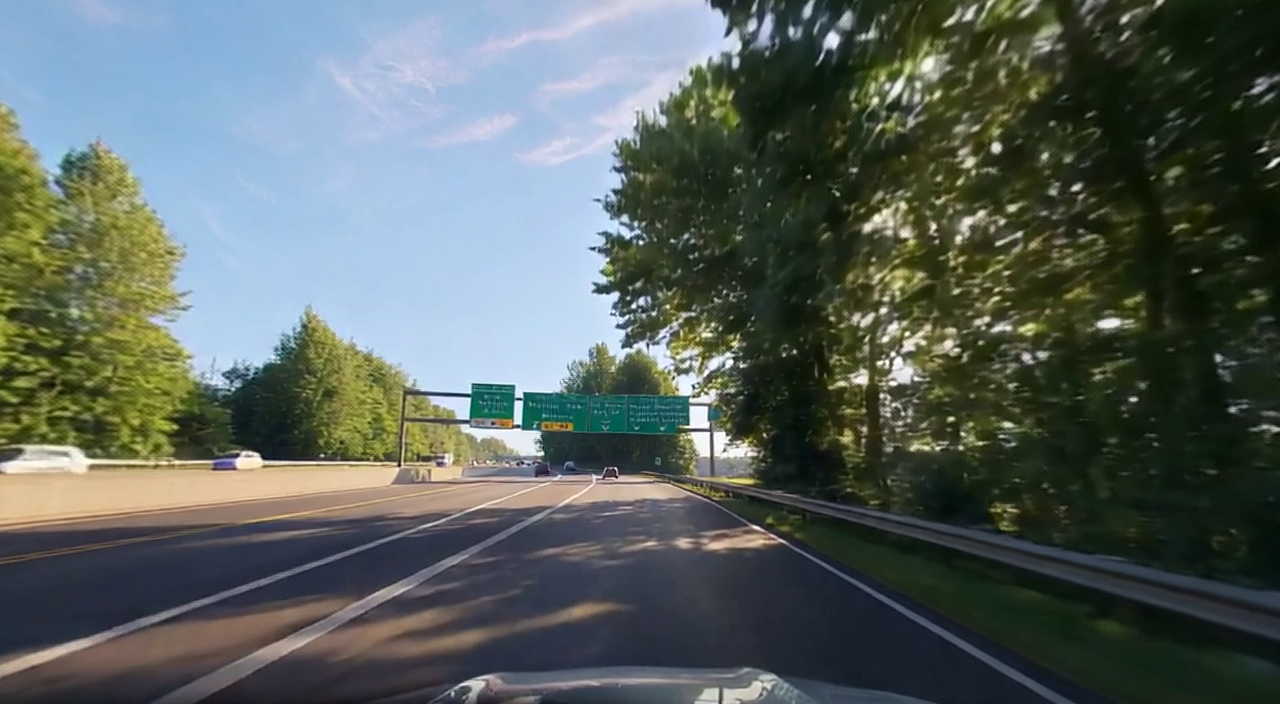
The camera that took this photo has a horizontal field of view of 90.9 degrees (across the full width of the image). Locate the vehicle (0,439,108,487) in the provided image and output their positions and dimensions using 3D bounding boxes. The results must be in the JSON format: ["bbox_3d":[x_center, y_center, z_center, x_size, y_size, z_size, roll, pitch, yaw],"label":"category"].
[{"bbox_3d":[-21.206,3.814,21.598,2.041,1.494,4.669,1,-10,-4],"label":"vehicle"}]

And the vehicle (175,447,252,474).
[{"bbox_3d":[-26.540,6.823,39.430,1.864,1.526,4.574,1,-10,-4],"label":"vehicle"}]
